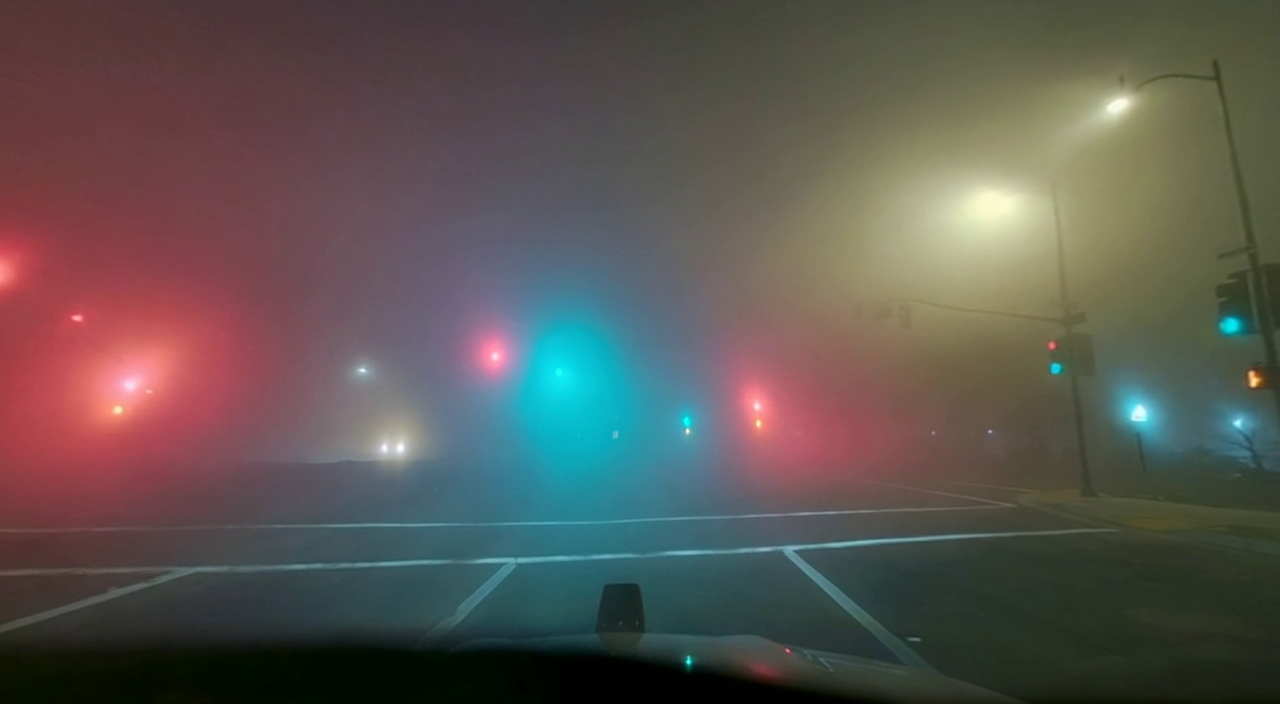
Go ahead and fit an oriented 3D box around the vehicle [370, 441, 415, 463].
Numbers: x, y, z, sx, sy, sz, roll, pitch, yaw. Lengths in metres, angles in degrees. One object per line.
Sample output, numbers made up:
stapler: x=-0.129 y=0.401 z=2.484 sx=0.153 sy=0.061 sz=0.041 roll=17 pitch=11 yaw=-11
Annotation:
vehicle: x=-17.187 y=6.949 z=44.051 sx=1.969 sy=1.464 sz=4.485 roll=1 pitch=-9 yaw=-10
